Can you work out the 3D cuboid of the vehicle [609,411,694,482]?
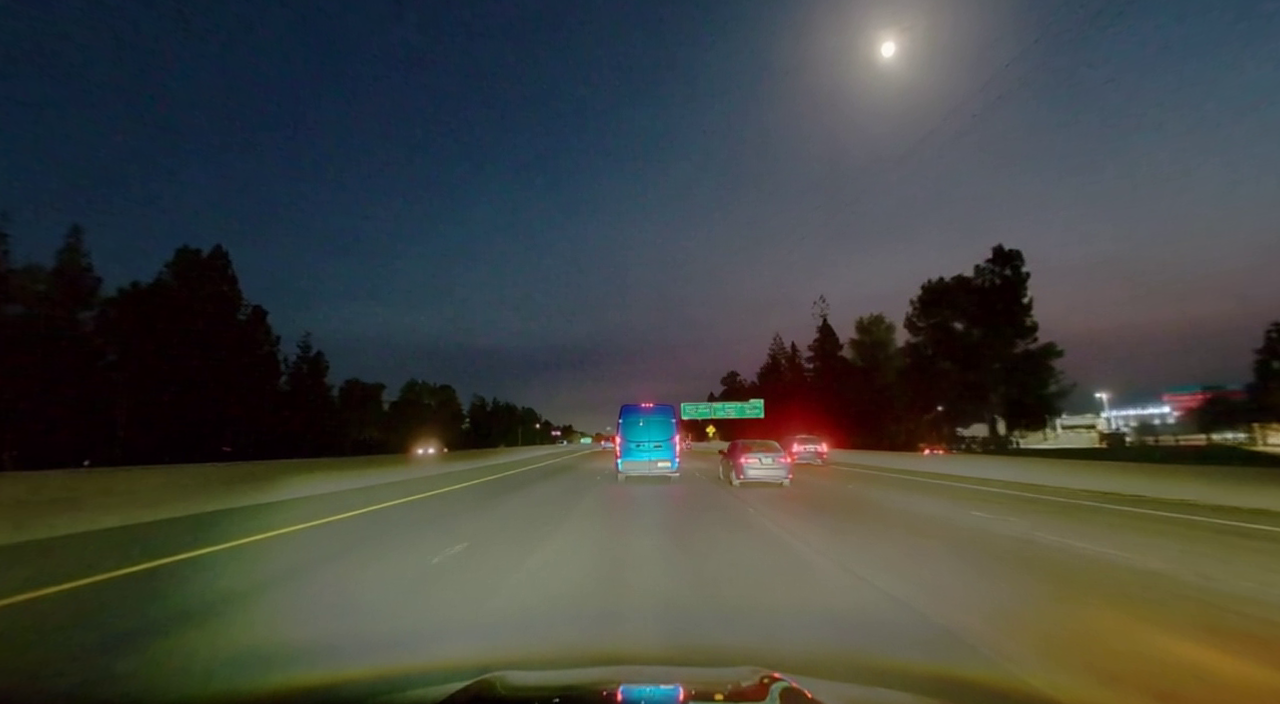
[{"bbox_3d":[0.256,3.212,21.498,2.546,2.087,5.404,0,-8,-2],"label":"vehicle"}]

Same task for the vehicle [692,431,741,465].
[{"bbox_3d":[4.021,5.132,33.709,2.019,1.662,3.977,0,-8,-2],"label":"vehicle"}]

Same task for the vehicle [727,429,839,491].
[{"bbox_3d":[3.775,2.929,17.351,2.099,1.510,3.784,0,-8,-2],"label":"vehicle"}]
